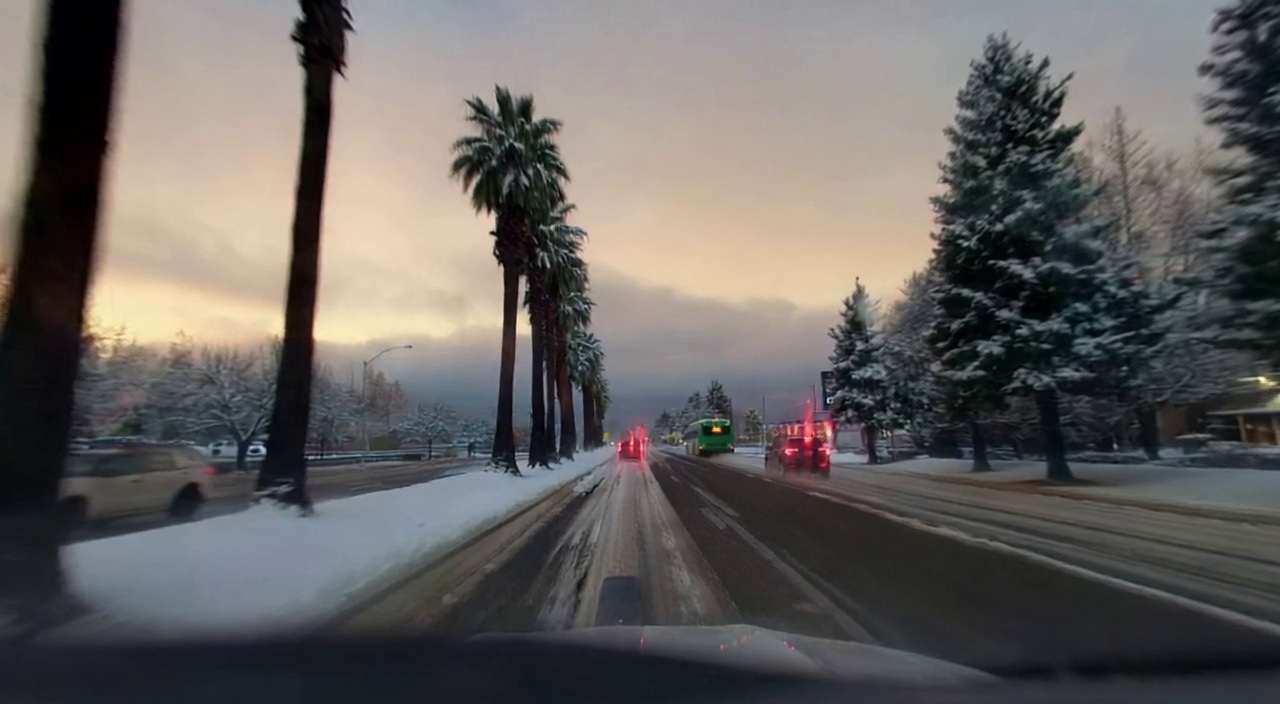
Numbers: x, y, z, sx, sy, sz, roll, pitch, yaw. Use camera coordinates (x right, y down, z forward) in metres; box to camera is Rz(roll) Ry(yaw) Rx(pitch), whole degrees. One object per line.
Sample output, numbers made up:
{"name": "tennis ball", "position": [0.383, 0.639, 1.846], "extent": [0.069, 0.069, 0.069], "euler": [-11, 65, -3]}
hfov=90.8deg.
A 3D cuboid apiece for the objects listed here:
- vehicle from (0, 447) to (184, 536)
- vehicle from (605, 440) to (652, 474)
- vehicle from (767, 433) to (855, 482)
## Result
{"name": "vehicle", "position": [-11.734, 2.648, 12.575], "extent": [1.925, 1.488, 4.485], "euler": [0, -9, 0]}
{"name": "vehicle", "position": [-0.485, 4.890, 29.619], "extent": [2.065, 1.477, 4.306], "euler": [0, -9, 0]}
{"name": "vehicle", "position": [6.287, 3.926, 23.716], "extent": [2.031, 1.670, 4.154], "euler": [0, -9, -1]}
